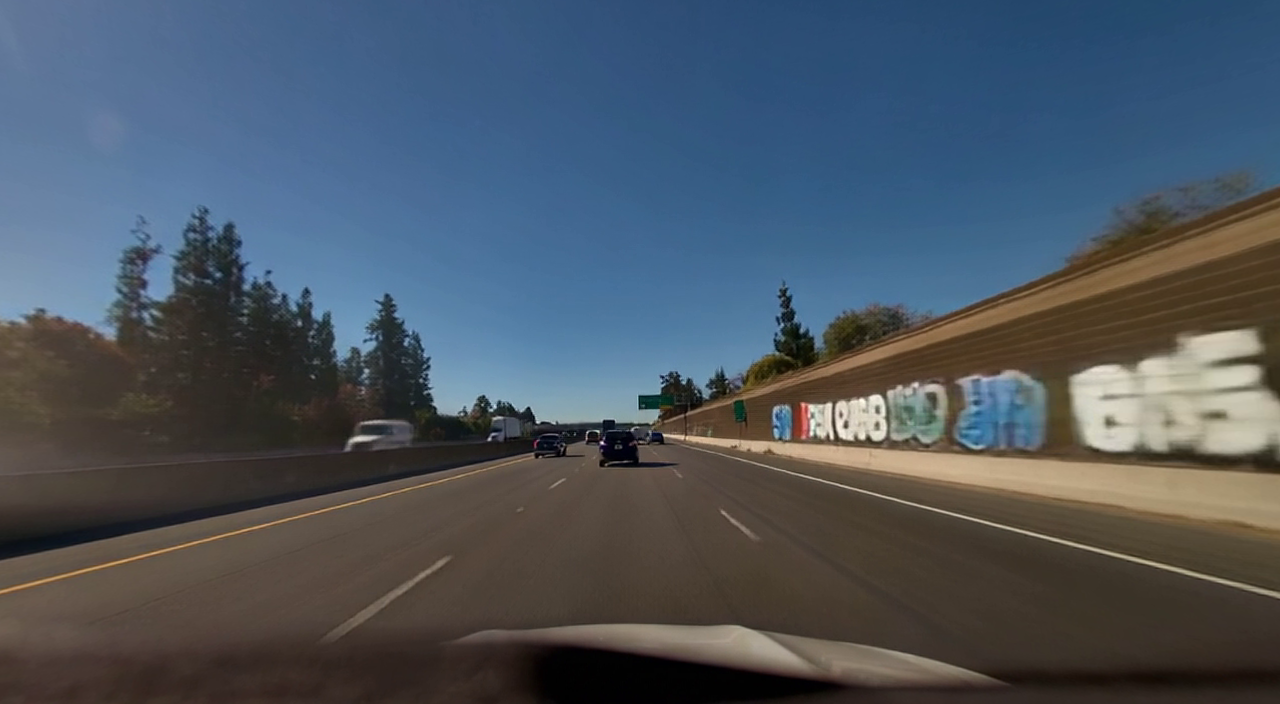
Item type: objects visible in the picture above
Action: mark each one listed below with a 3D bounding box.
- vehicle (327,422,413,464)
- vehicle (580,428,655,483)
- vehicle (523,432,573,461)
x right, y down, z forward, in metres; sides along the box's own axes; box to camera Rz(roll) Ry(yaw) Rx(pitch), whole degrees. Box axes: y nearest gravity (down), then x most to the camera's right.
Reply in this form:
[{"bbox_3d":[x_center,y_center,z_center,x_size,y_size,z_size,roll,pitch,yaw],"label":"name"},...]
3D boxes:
[{"bbox_3d":[-13.417,4.565,31.687,2.115,1.912,5.144,0,-8,-1],"label":"vehicle"},{"bbox_3d":[-0.648,3.090,19.116,2.044,1.477,3.693,0,-8,-1],"label":"vehicle"},{"bbox_3d":[-4.876,5.080,33.896,2.022,1.440,4.491,0,-8,0],"label":"vehicle"}]
